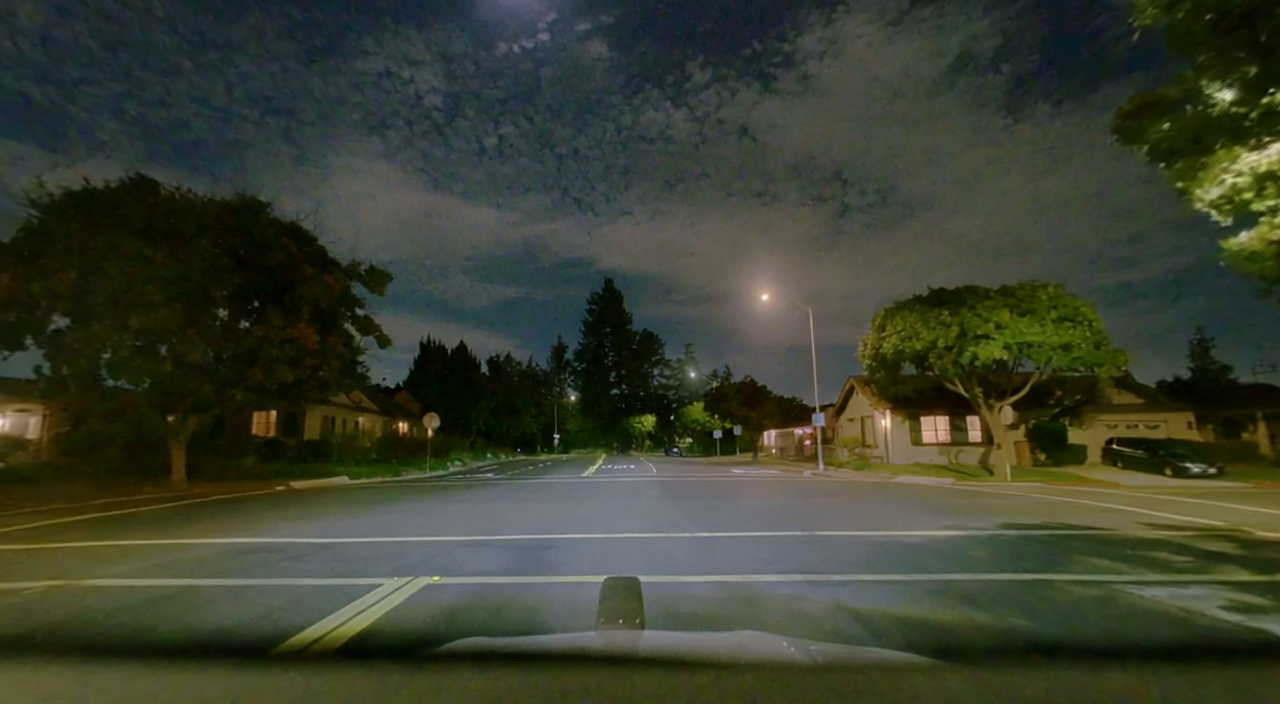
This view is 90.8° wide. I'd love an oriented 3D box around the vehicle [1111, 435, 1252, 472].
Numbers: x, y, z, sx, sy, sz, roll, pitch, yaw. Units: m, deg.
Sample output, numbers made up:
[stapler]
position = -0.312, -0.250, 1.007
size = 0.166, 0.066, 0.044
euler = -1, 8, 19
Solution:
[vehicle]
position = 26.323, 4.963, 31.055
size = 2.152, 1.606, 5.402
euler = 0, -9, 0
